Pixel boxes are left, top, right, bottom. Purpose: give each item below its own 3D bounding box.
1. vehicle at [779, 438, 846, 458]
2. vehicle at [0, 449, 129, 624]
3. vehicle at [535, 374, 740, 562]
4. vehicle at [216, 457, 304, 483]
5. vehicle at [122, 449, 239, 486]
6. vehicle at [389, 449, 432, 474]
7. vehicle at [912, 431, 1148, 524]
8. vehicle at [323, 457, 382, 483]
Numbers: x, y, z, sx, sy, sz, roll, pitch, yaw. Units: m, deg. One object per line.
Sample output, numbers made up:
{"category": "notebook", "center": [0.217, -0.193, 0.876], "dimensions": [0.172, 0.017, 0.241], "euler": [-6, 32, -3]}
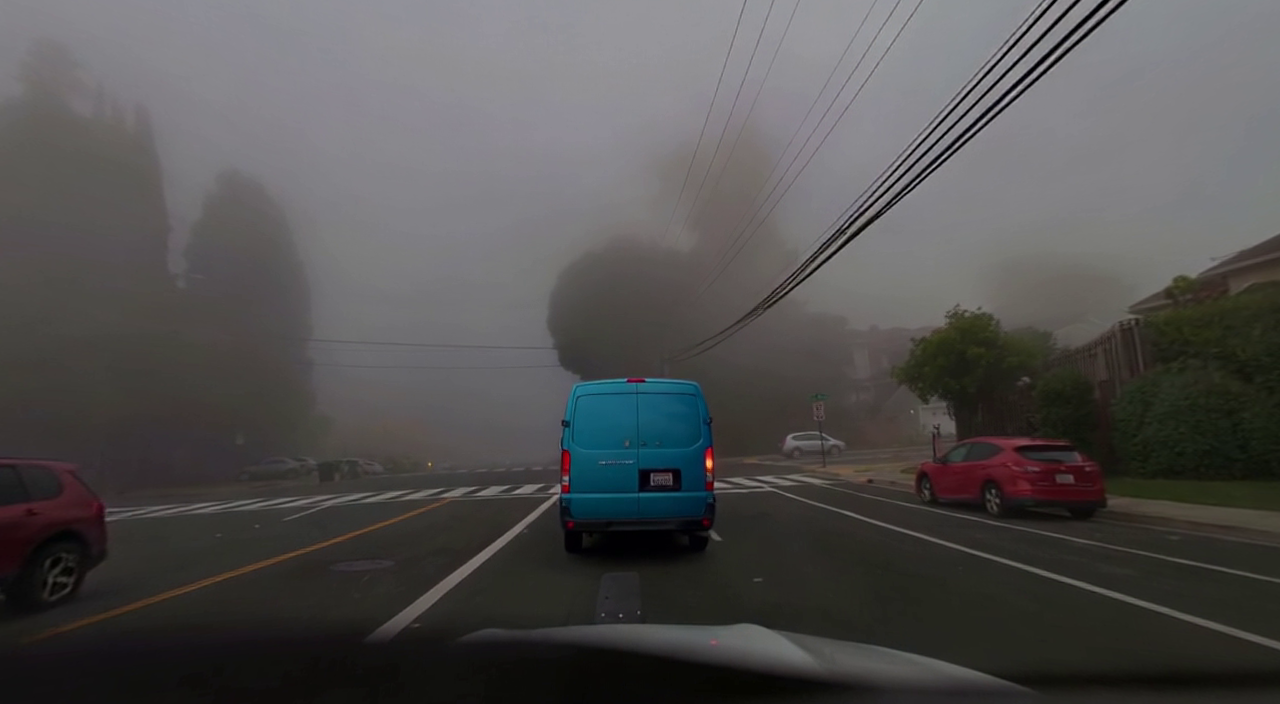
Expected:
{"category": "vehicle", "center": [12.972, 7.233, 47.626], "dimensions": [4.483, 1.463, 1.805], "euler": [0, -9, 0]}
{"category": "vehicle", "center": [-7.385, 1.756, 5.646], "dimensions": [1.997, 1.724, 4.417], "euler": [0, -9, -2]}
{"category": "vehicle", "center": [-0.136, 1.678, 9.725], "dimensions": [2.342, 2.142, 4.809], "euler": [0, -9, -3]}
{"category": "vehicle", "center": [-27.273, 8.454, 45.450], "dimensions": [4.972, 1.776, 2.057], "euler": [0, -9, -1]}
{"category": "vehicle", "center": [-26.836, 6.733, 37.053], "dimensions": [5.026, 2.017, 2.215], "euler": [0, -9, -1]}
{"category": "vehicle", "center": [-17.926, 8.556, 49.575], "dimensions": [1.841, 1.769, 4.105], "euler": [0, -9, 0]}
{"category": "vehicle", "center": [7.350, 2.381, 12.558], "dimensions": [1.883, 1.504, 4.220], "euler": [0, -9, -2]}
{"category": "vehicle", "center": [-18.340, 7.526, 40.514], "dimensions": [1.816, 1.445, 4.120], "euler": [0, -9, 1]}
